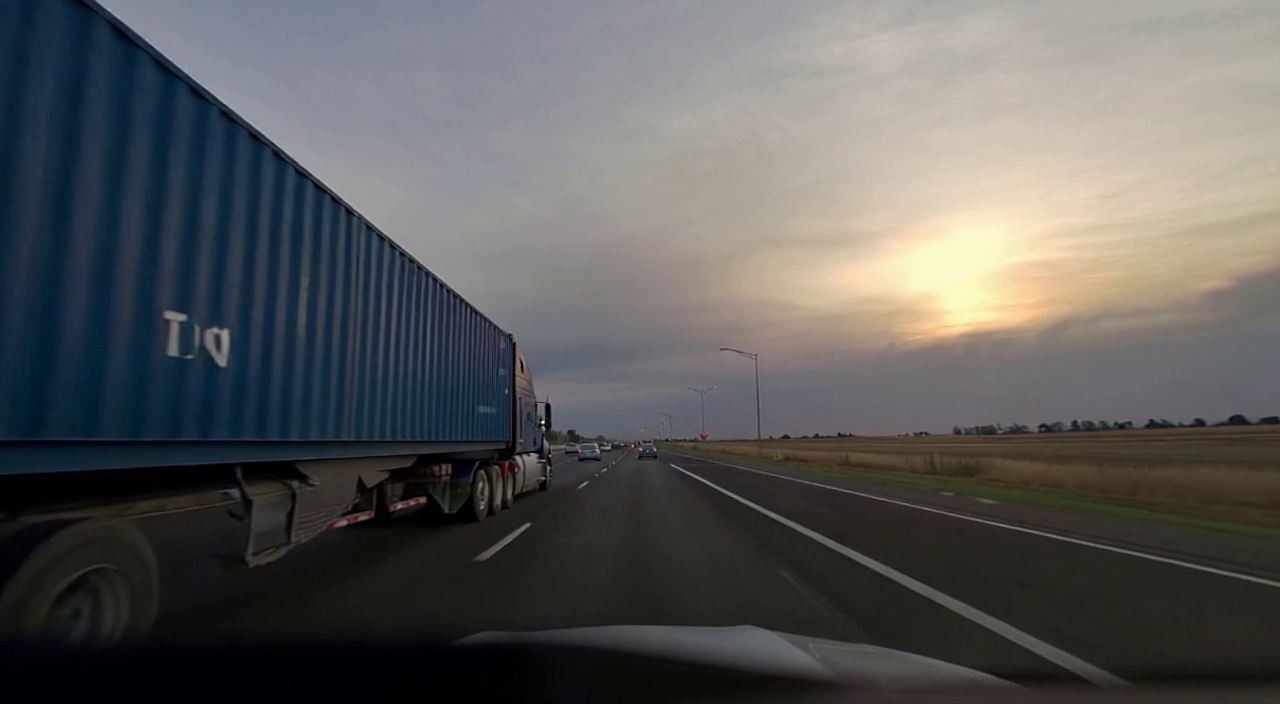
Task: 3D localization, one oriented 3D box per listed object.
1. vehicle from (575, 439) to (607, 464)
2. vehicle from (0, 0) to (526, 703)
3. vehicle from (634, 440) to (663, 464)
[{"bbox_3d":[-3.677,7.552,47.926,1.995,1.745,4.187,0,-8,1],"label":"vehicle"},{"bbox_3d":[-3.942,0.242,6.282,2.840,4.032,13.388,-1,-8,1],"label":"vehicle"},{"bbox_3d":[0.603,7.502,47.494,2.136,1.718,4.157,0,-8,0],"label":"vehicle"}]
